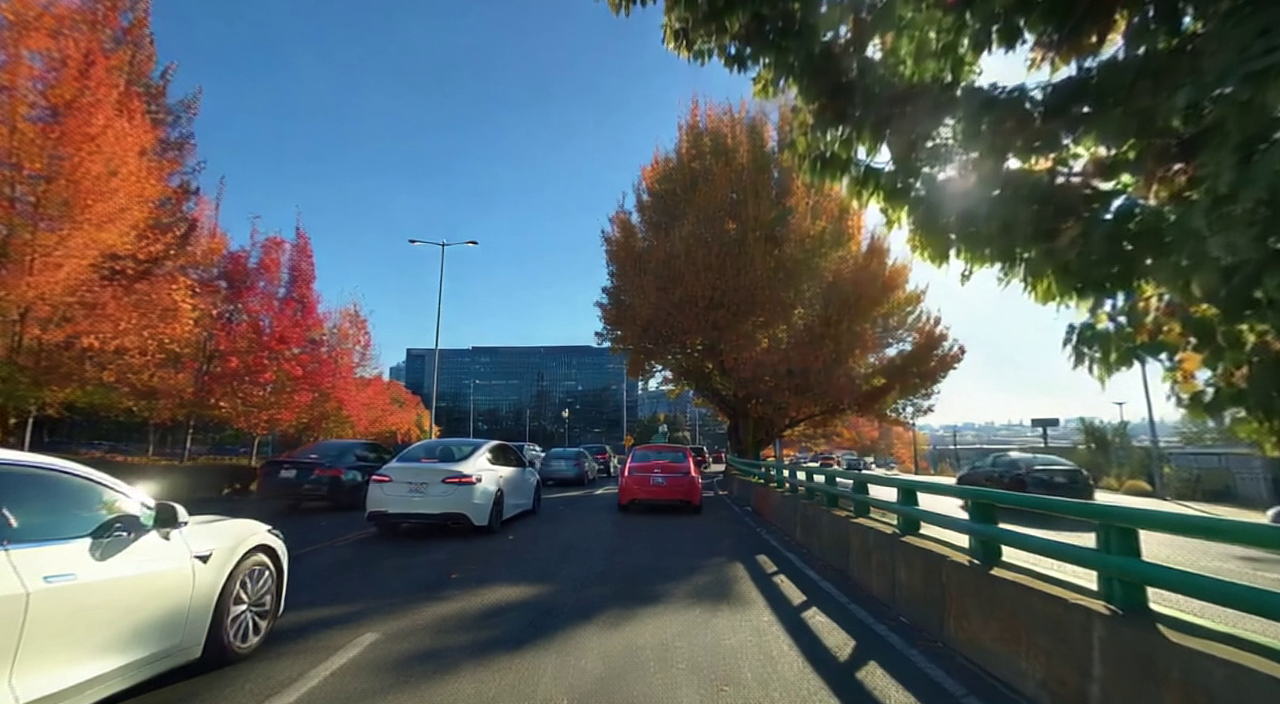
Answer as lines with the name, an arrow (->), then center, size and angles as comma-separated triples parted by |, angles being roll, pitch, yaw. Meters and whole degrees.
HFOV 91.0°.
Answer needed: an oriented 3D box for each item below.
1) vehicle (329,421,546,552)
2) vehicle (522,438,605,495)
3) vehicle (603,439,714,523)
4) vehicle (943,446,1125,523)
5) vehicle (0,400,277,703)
vehicle -> -2.974, 2.085, 10.487 | 1.979, 1.663, 4.513 | 0, -9, 2
vehicle -> -2.357, 3.692, 20.667 | 1.930, 1.635, 4.260 | 0, -9, 3
vehicle -> 0.428, 2.687, 13.714 | 2.015, 1.506, 4.276 | 0, -9, 2
vehicle -> 10.525, 3.506, 17.397 | 2.121, 1.777, 4.755 | 0, -9, 3
vehicle -> -3.491, 0.882, 2.104 | 1.921, 1.503, 4.317 | 0, -9, 1
